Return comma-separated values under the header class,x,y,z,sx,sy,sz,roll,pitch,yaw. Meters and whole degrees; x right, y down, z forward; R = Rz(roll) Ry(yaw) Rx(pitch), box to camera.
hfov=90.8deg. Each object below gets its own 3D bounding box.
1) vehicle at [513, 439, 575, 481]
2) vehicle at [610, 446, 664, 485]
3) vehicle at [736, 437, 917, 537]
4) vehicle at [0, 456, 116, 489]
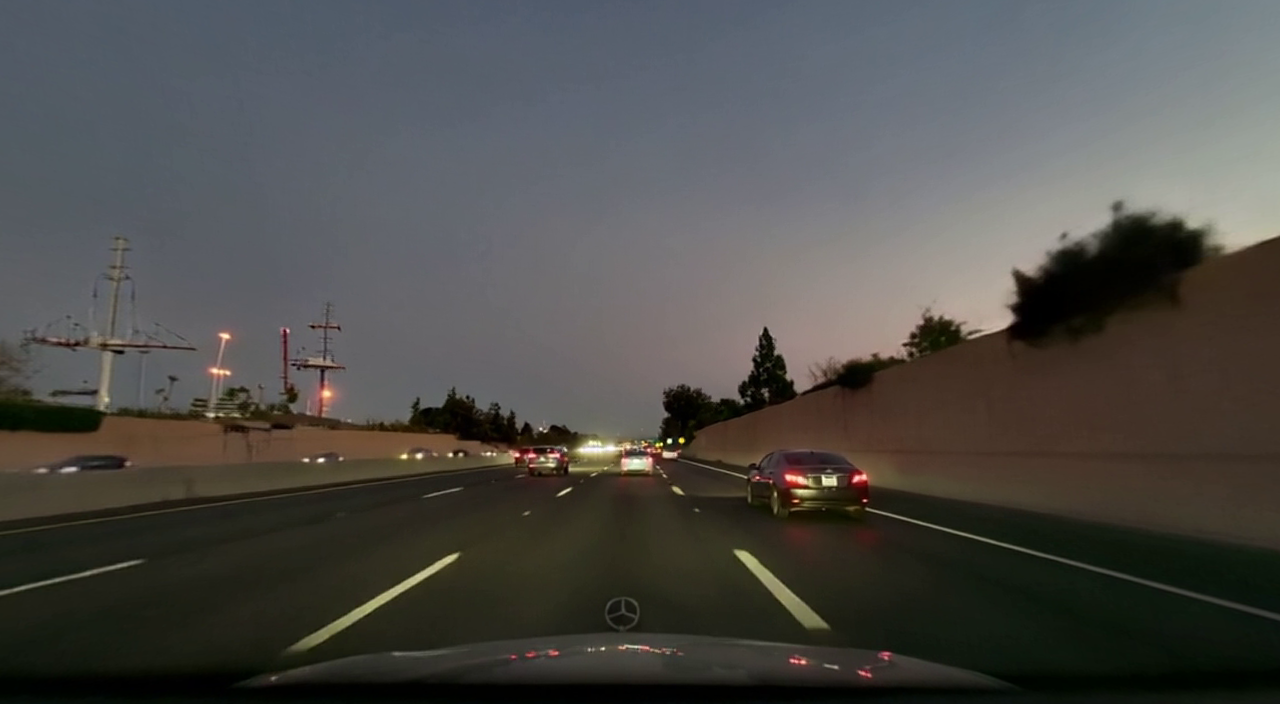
class,x,y,z,sx,sy,sz,roll,pitch,yaw
vehicle,-4.320,4.908,29.054,2.121,1.775,4.335,0,-9,1
vehicle,-0.130,4.607,26.036,2.045,1.452,4.040,0,-9,-1
vehicle,3.211,2.408,12.006,1.917,1.507,4.540,0,-9,-2
vehicle,-29.171,5.968,31.698,1.792,1.455,4.579,0,-9,0
